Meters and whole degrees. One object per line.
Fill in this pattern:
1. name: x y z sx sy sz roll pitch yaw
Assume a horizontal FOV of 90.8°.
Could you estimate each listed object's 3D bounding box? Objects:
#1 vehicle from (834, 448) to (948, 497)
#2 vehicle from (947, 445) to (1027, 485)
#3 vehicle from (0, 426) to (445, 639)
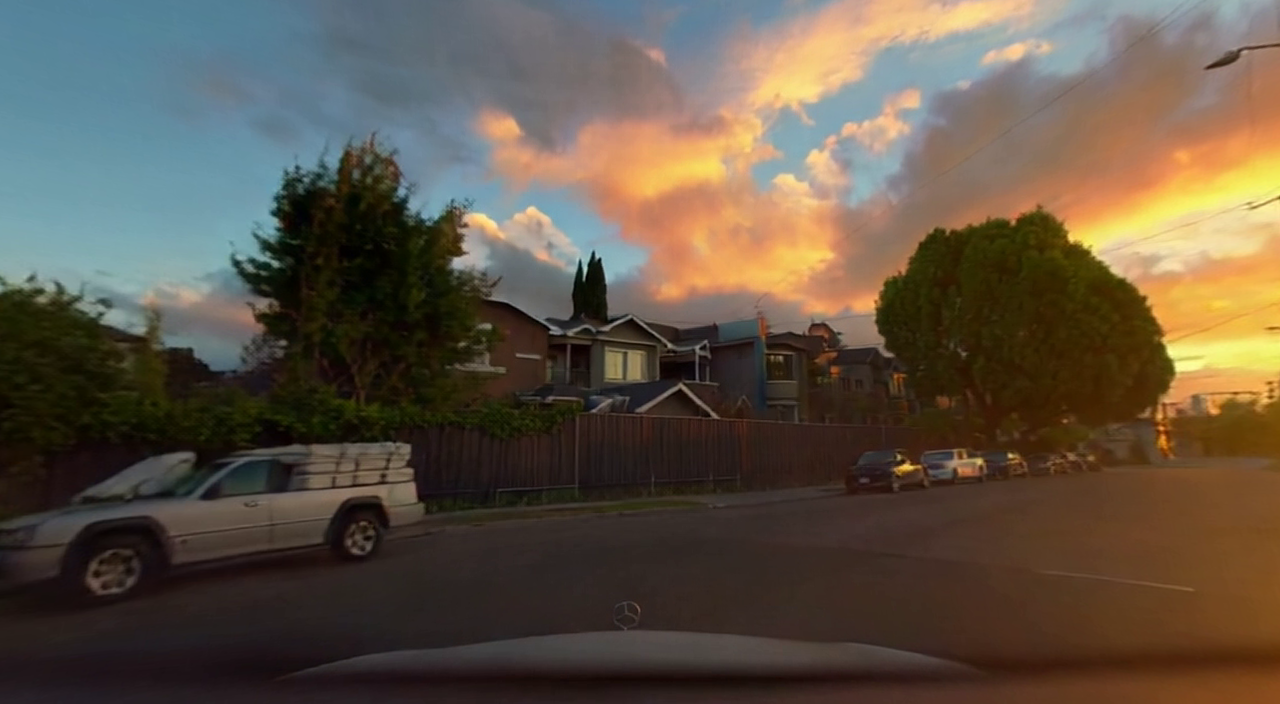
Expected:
1. vehicle: 8.733 4.057 21.745 1.930 1.478 4.731 -8 -12 43
2. vehicle: 16.010 5.141 29.051 4.221 1.673 1.918 8 -12 -44
3. vehicle: -4.532 1.674 7.042 2.082 1.547 4.217 -5 -10 28
